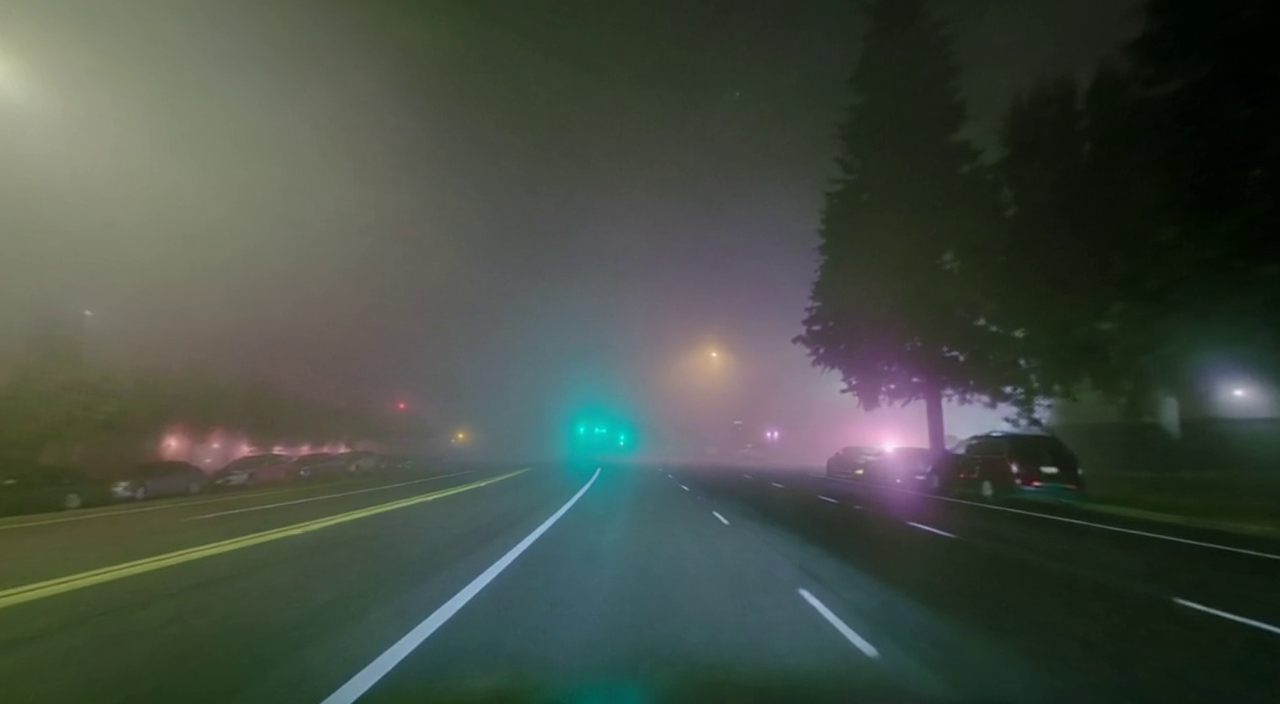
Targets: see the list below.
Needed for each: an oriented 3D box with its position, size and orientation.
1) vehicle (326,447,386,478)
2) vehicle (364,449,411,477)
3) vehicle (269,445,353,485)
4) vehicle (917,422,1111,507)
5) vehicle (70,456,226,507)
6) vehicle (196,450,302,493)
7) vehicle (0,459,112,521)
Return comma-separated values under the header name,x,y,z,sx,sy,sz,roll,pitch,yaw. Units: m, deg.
name,x,y,z,sx,sy,sz,roll,pitch,yaw
vehicle,-17.816,6.917,39.753,1.883,1.775,4.466,0,-9,-3
vehicle,-18.022,7.894,45.123,1.802,1.477,4.648,-3,-6,-5
vehicle,-17.513,5.996,33.878,2.099,1.917,4.720,0,-9,-3
vehicle,9.934,3.046,17.423,2.091,1.962,5.091,1,-9,-2
vehicle,-17.038,4.461,22.200,1.807,1.466,4.693,-1,-9,-1
vehicle,-17.182,5.221,27.993,1.859,1.694,4.638,0,-9,-2
vehicle,-17.084,3.695,17.022,1.891,1.474,4.437,-1,-9,-2
